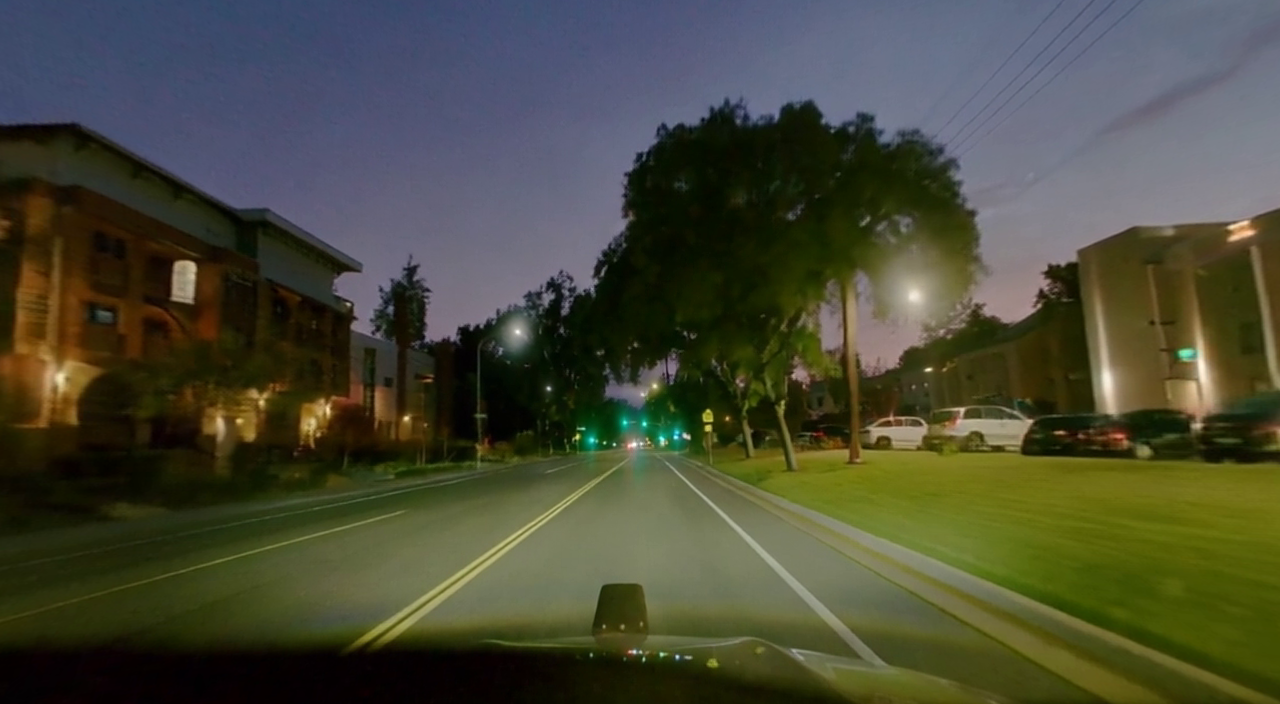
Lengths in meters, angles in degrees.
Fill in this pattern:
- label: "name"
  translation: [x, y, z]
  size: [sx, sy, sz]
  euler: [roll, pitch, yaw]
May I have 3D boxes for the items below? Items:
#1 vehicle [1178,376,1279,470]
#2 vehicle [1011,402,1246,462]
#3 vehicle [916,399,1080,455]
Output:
- label: "vehicle"
  translation: [12.459, 1.253, 10.855]
  size: [4.529, 1.490, 2.168]
  euler: [1, -8, -5]
- label: "vehicle"
  translation: [12.633, 2.117, 16.549]
  size: [4.428, 1.467, 2.099]
  euler: [0, -8, -1]
- label: "vehicle"
  translation: [12.349, 2.632, 21.929]
  size: [4.540, 1.824, 1.965]
  euler: [1, -8, -6]
